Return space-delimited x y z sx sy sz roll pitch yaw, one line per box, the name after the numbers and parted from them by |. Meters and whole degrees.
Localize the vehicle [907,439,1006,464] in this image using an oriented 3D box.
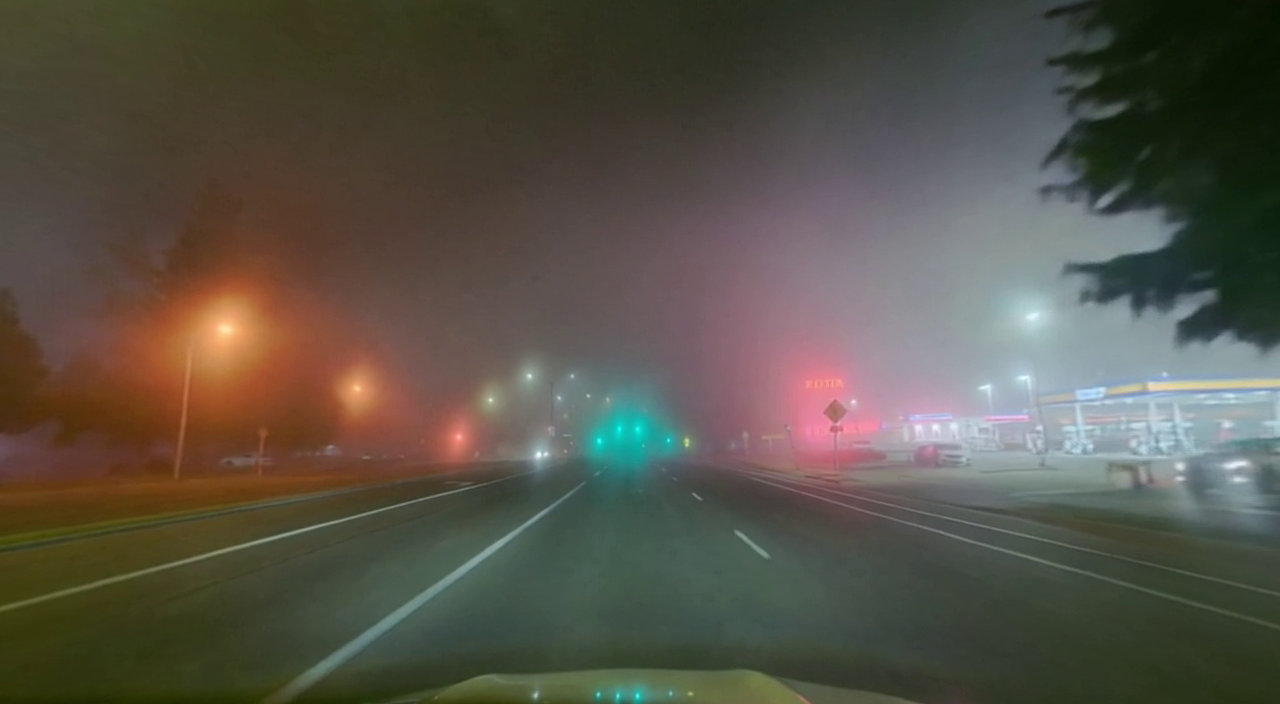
18.292 5.766 36.677 4.674 1.399 1.987 0 -8 0 | vehicle

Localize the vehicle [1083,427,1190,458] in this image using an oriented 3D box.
30.305 5.558 38.735 4.628 1.817 1.996 -2 -8 10 | vehicle
